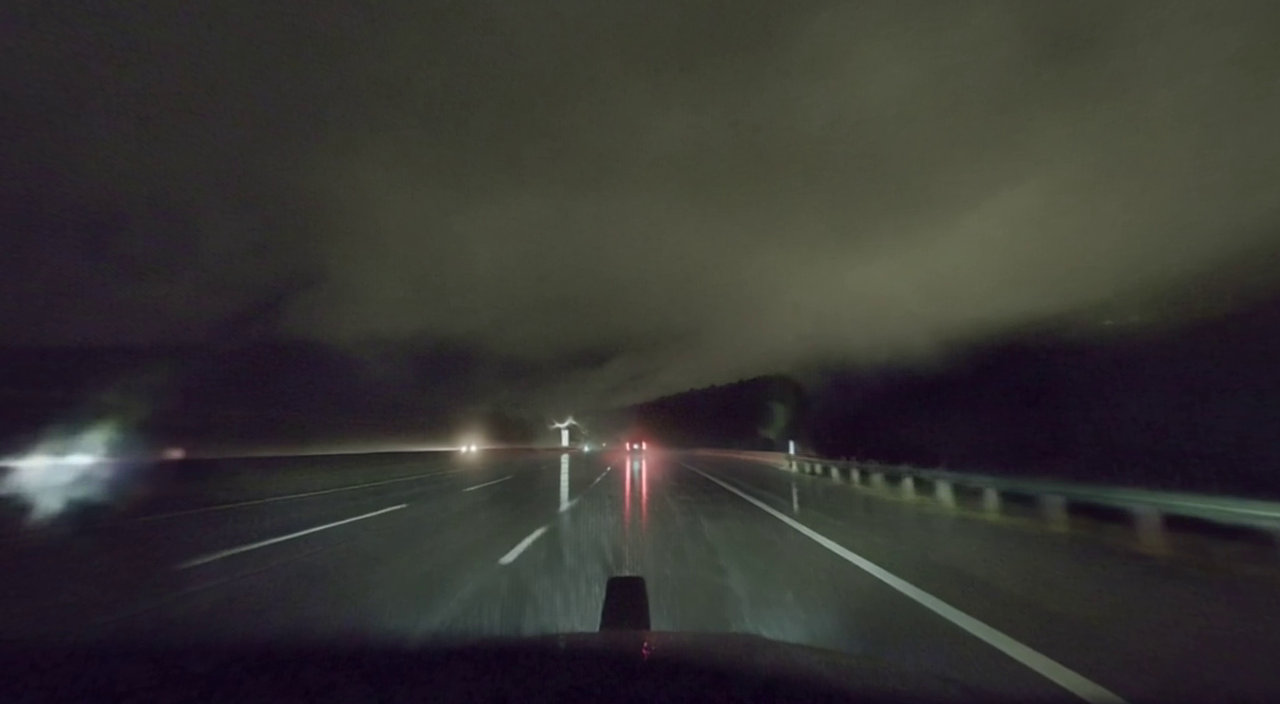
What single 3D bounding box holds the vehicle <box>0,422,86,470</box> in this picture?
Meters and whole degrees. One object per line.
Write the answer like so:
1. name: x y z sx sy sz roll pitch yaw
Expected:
1. vehicle: -24.026 3.529 23.609 2.268 1.693 4.484 -1 -8 0
